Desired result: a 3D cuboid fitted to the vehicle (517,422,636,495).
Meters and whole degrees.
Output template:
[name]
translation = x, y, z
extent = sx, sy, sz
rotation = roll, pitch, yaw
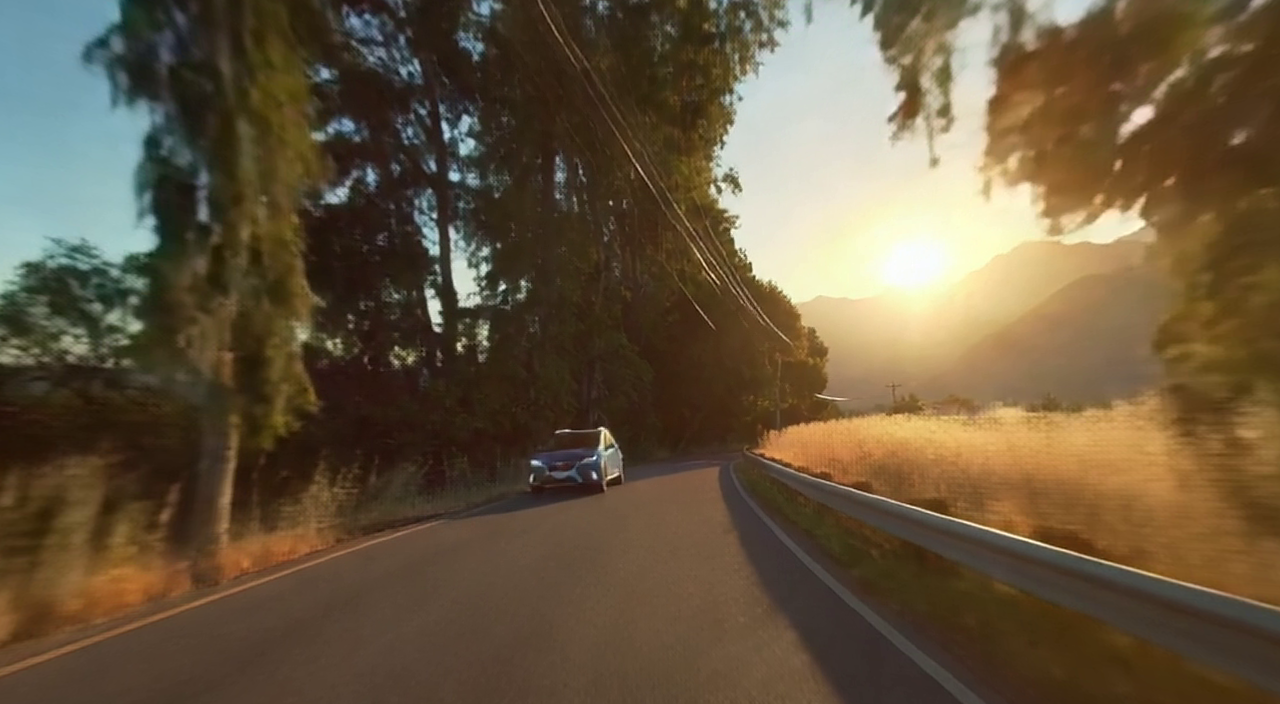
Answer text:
[vehicle]
translation = -1.606, 3.005, 18.134
extent = 2.251, 1.799, 4.776
rotation = -2, -8, 9
